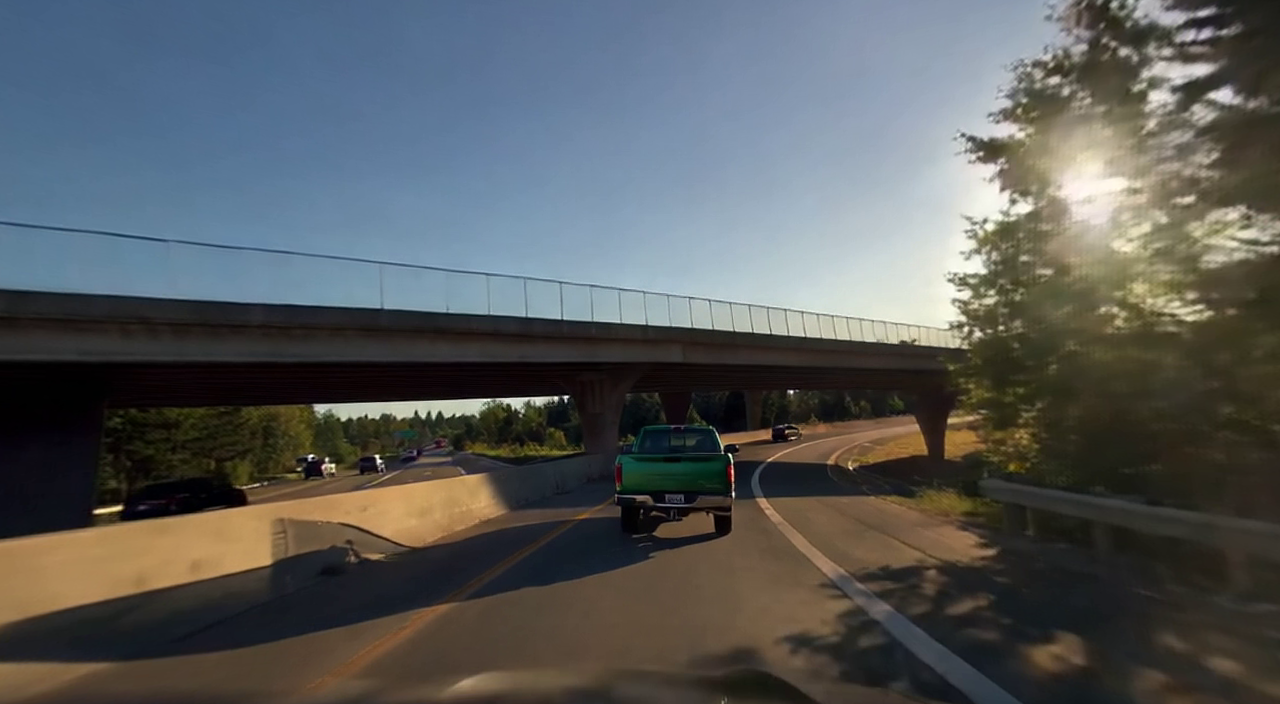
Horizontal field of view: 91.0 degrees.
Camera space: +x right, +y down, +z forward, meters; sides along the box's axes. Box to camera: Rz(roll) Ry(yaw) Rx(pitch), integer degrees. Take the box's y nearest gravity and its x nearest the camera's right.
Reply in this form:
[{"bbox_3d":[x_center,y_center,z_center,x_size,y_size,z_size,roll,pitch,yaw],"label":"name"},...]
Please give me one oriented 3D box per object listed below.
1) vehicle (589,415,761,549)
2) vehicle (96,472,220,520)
[{"bbox_3d":[0.645,2.019,10.469,2.235,1.716,4.435,-1,-9,5],"label":"vehicle"},{"bbox_3d":[-18.681,5.550,24.695,1.965,1.464,4.514,0,-9,-11],"label":"vehicle"}]
